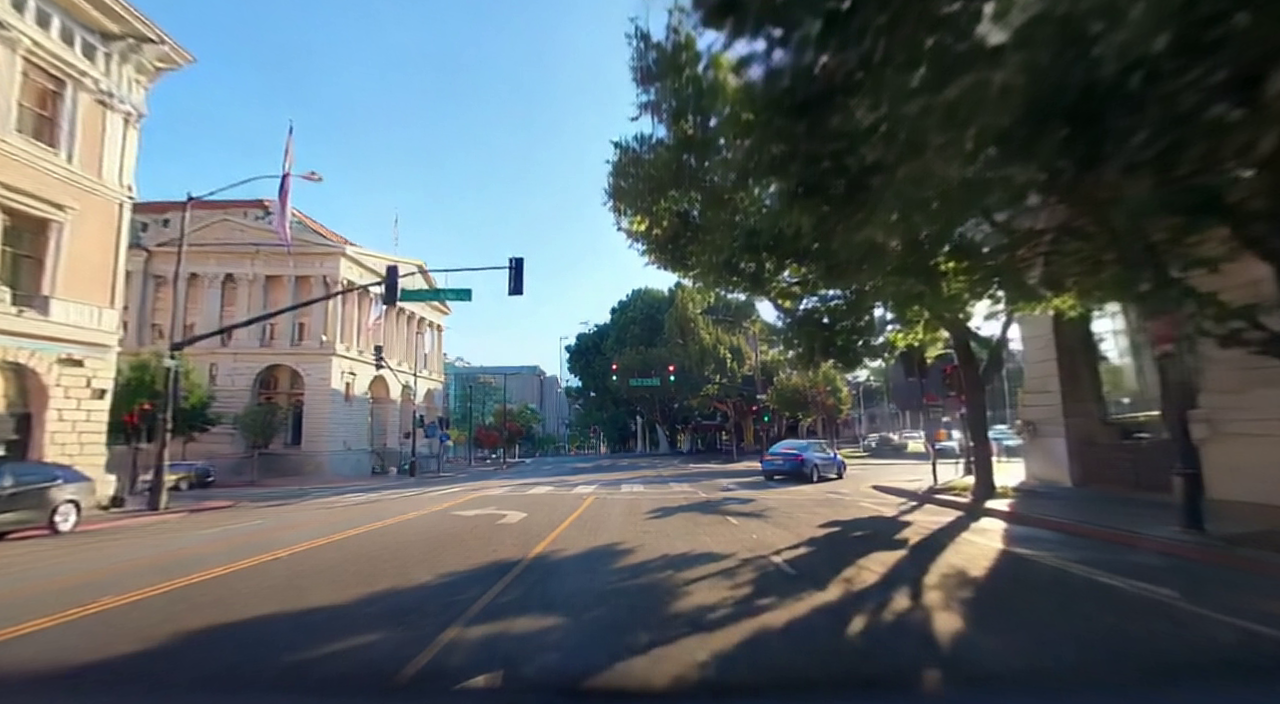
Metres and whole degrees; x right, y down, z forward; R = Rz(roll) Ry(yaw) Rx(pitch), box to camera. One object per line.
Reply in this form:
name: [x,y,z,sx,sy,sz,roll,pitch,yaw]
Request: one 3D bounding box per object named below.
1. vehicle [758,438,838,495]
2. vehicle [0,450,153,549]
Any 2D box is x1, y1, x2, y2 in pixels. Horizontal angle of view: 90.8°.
vehicle: [4.754,3.448,19.542,2.085,1.530,4.125,-2,-8,11]
vehicle: [-12.305,2.733,11.801,2.011,1.668,5.474,0,-8,1]
